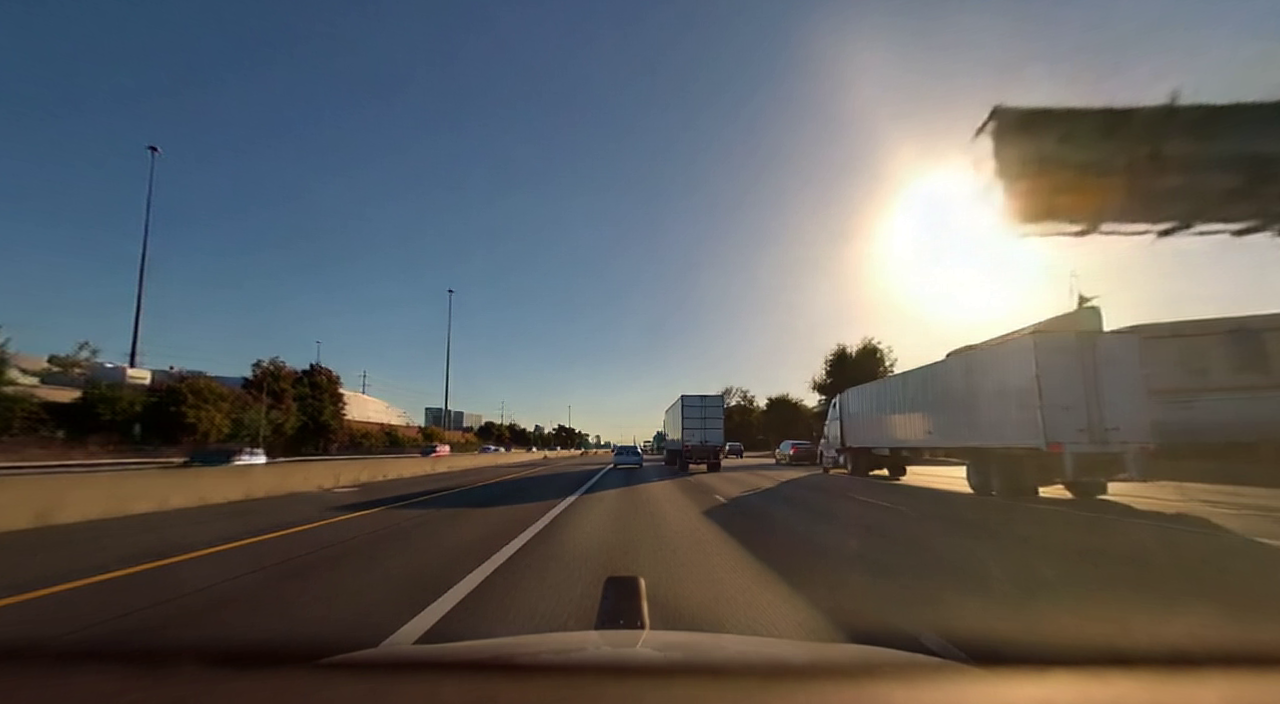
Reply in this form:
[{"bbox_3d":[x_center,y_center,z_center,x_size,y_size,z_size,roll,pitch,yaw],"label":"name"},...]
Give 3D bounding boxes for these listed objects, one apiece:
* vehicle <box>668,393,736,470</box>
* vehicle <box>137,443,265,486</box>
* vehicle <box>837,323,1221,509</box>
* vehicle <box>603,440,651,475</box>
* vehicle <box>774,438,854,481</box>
[{"bbox_3d":[3.614,5.087,39.536,2.999,4.127,10.526,0,-9,-1],"label":"vehicle"},{"bbox_3d":[-16.667,4.263,24.294,1.781,1.477,4.274,0,-9,1],"label":"vehicle"},{"bbox_3d":[11.366,2.700,22.778,2.898,4.171,17.188,0,-9,0],"label":"vehicle"},{"bbox_3d":[-0.581,5.085,30.586,2.163,1.551,4.180,0,-9,0],"label":"vehicle"},{"bbox_3d":[7.310,4.561,27.065,2.154,1.658,4.347,0,-9,-1],"label":"vehicle"}]
